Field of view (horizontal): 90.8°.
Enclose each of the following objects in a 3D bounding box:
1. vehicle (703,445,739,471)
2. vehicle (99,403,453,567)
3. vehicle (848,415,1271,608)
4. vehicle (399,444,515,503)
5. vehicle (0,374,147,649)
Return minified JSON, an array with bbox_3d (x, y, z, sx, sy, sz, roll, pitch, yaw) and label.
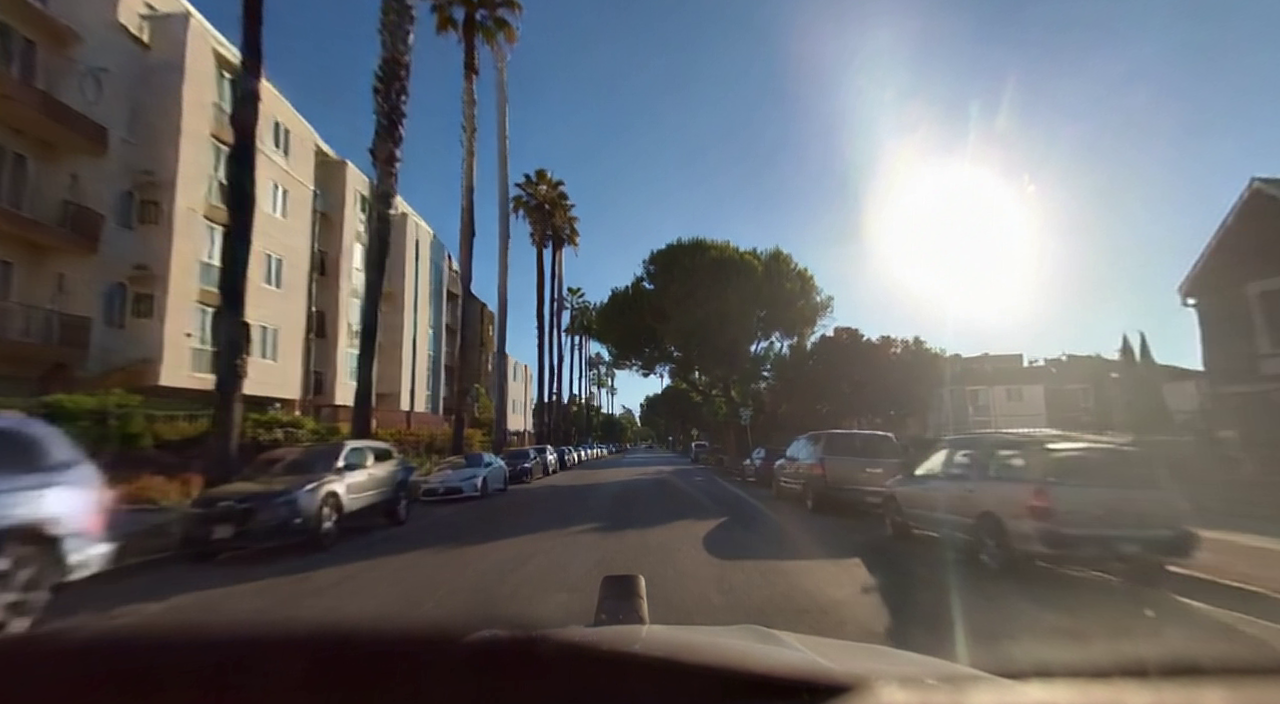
[{"bbox_3d":[5.219,6.908,41.415,1.991,1.525,5.203,0,-9,3],"label":"vehicle"},{"bbox_3d":[-5.351,2.084,10.843,2.227,1.967,6.220,0,-9,2],"label":"vehicle"},{"bbox_3d":[4.630,1.815,8.231,2.220,1.738,4.800,0,-9,1],"label":"vehicle"},{"bbox_3d":[-5.290,3.557,18.976,2.031,1.505,4.540,0,-9,1],"label":"vehicle"},{"bbox_3d":[-5.466,0.951,3.303,2.087,1.896,4.554,0,-8,-1],"label":"vehicle"}]
